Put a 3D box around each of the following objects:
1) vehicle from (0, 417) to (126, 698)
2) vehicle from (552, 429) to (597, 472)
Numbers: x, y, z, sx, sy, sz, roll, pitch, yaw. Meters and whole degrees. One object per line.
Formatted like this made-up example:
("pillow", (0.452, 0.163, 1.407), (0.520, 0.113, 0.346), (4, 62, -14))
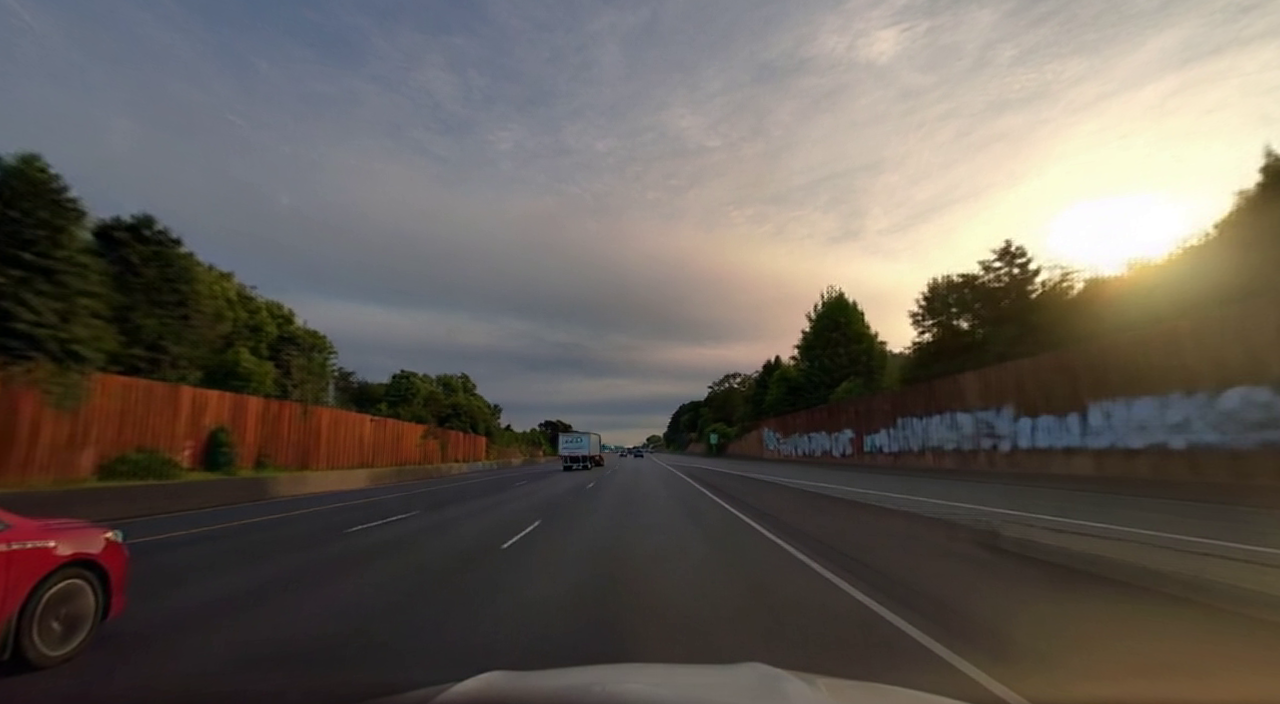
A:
("vehicle", (-4.431, 0.869, 1.857), (2.024, 1.476, 4.466), (0, -9, 1))
("vehicle", (-4.061, 6.279, 40.307), (2.305, 2.517, 5.486), (0, -9, 0))
